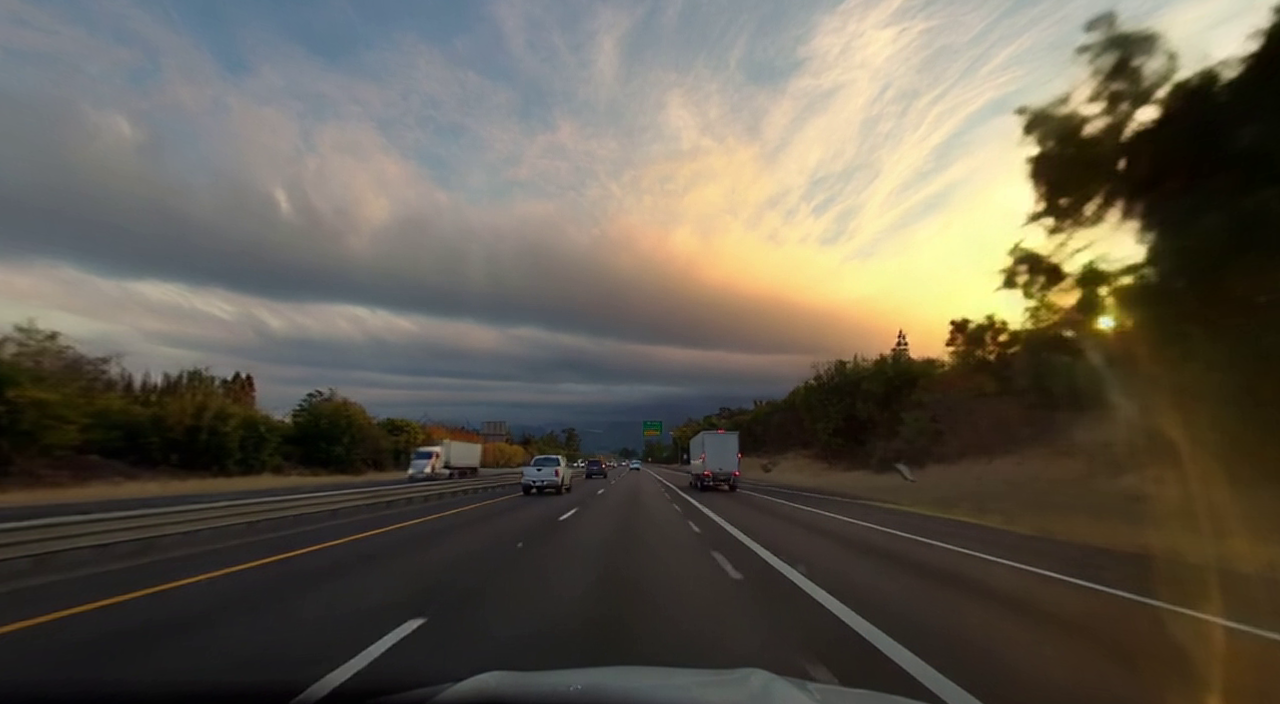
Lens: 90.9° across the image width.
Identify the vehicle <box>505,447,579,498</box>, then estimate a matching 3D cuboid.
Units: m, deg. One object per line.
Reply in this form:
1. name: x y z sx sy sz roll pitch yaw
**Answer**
1. vehicle: -3.970 5.049 26.467 2.272 1.873 4.832 1 -10 0
